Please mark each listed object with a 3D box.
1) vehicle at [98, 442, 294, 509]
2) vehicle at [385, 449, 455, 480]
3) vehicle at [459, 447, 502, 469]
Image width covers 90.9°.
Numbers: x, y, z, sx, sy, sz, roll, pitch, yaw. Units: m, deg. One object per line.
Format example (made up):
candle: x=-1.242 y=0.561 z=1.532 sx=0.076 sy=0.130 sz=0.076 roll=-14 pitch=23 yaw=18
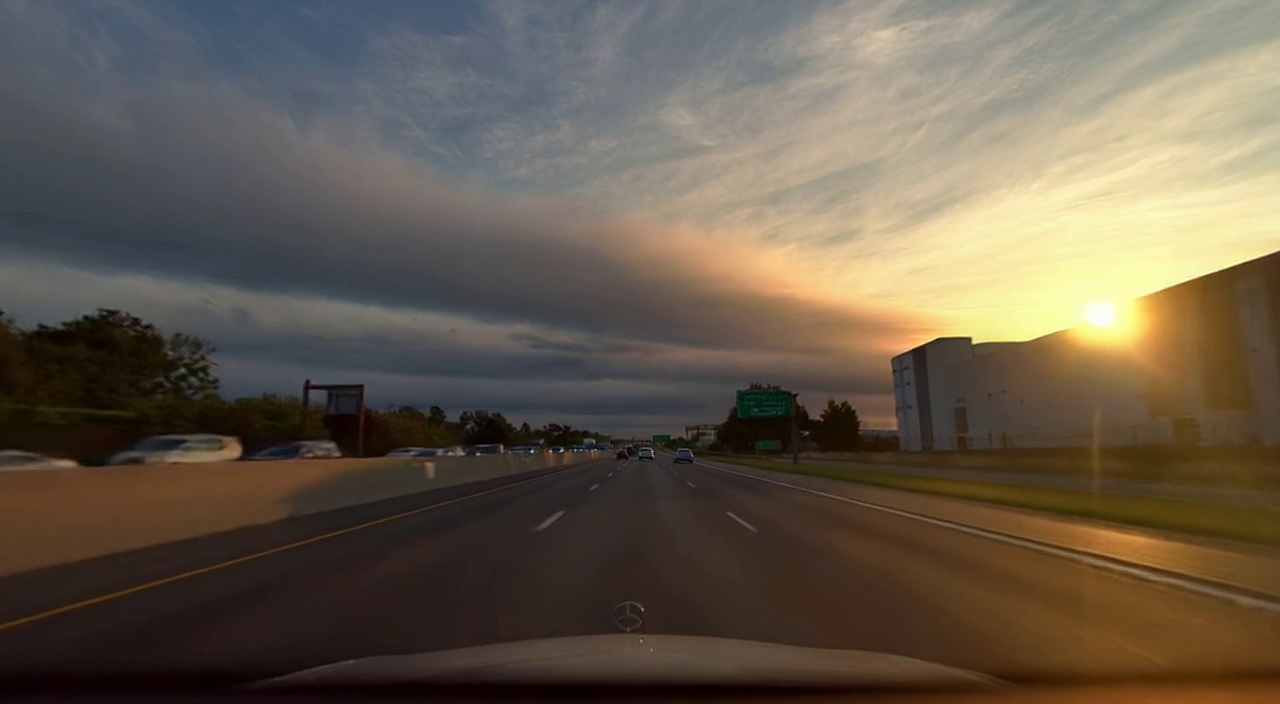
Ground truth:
vehicle: x=-10.936 y=3.045 z=15.989 sx=1.930 sy=1.455 sz=4.135 roll=0 pitch=-9 yaw=1
vehicle: x=-11.089 y=5.673 z=32.062 sx=1.920 sy=1.428 sz=4.416 roll=0 pitch=-9 yaw=1
vehicle: x=-11.821 y=7.851 z=46.941 sx=2.035 sy=1.512 sz=4.336 roll=-1 pitch=-9 yaw=1
